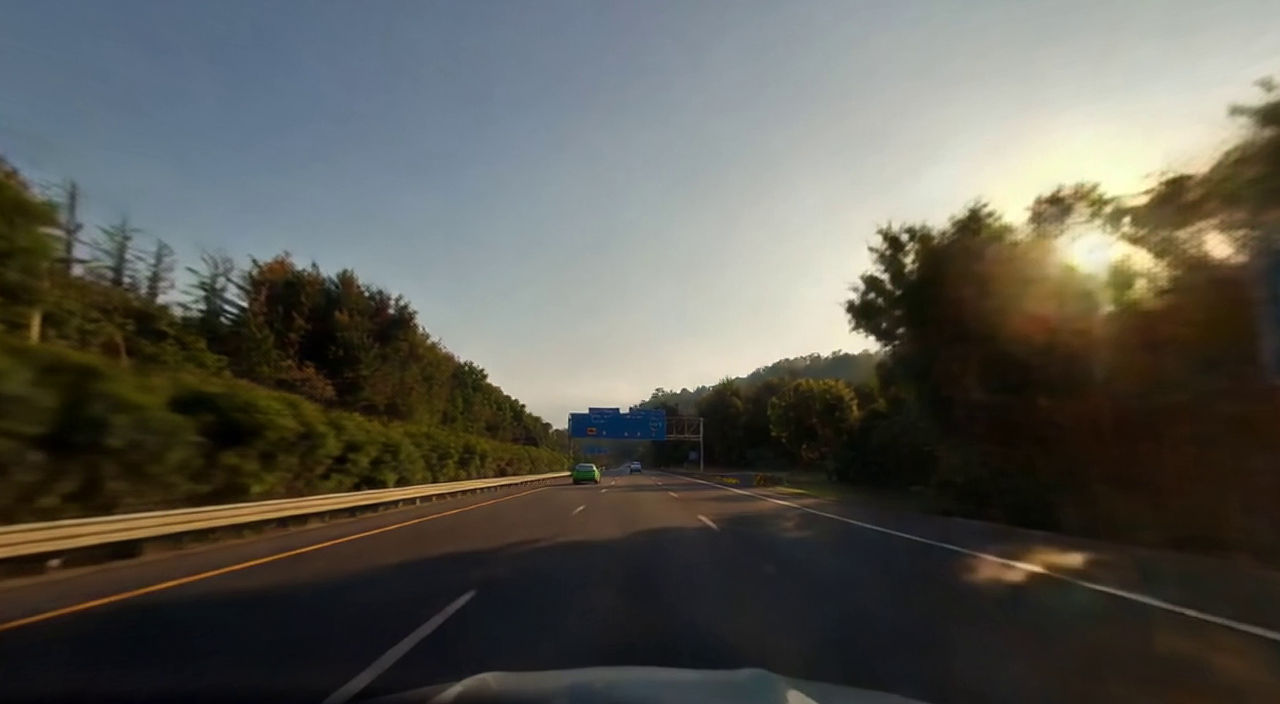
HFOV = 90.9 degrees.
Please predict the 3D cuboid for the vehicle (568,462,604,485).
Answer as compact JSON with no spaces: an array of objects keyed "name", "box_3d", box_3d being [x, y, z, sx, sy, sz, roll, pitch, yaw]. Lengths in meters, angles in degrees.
[{"name":"vehicle","box_3d":[-3.799,8.642,44.839,2.143,1.516,4.552,1,-10,0]}]
